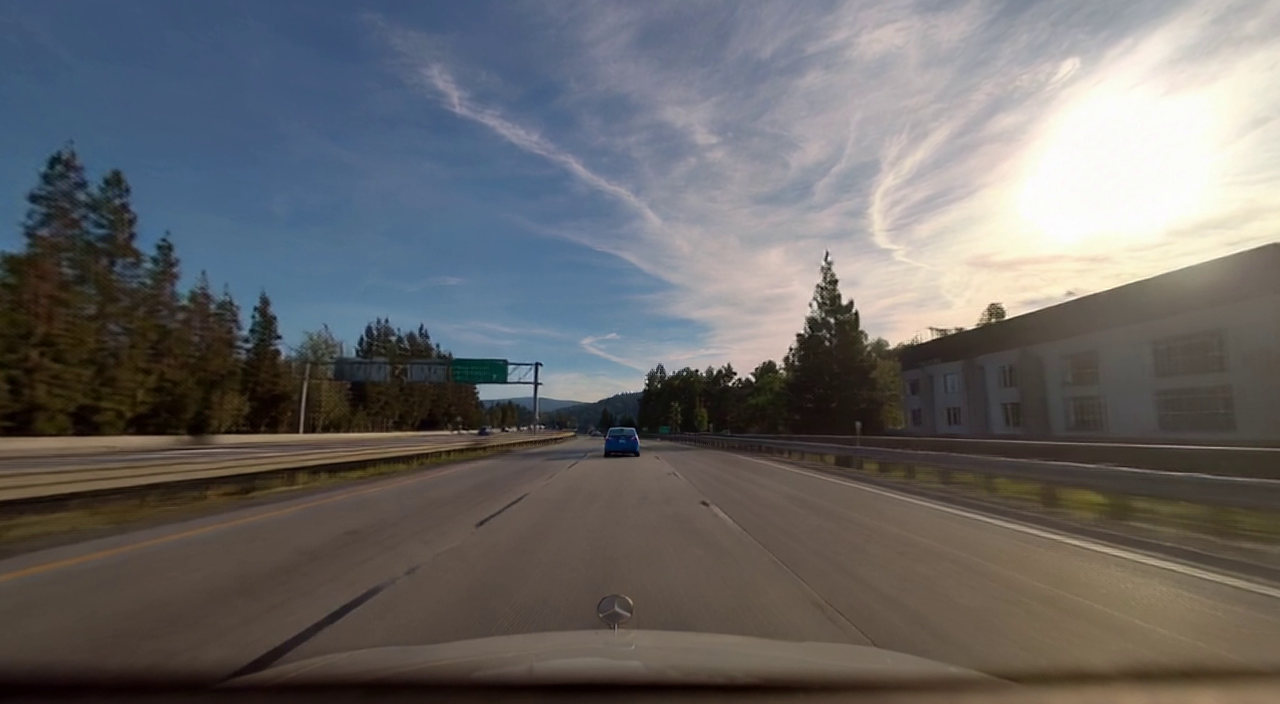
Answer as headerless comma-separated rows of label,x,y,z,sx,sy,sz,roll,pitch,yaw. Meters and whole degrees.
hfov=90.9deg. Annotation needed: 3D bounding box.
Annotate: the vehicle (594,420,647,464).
vehicle,-0.784,3.681,25.904,2.020,1.633,3.942,0,-7,-2
